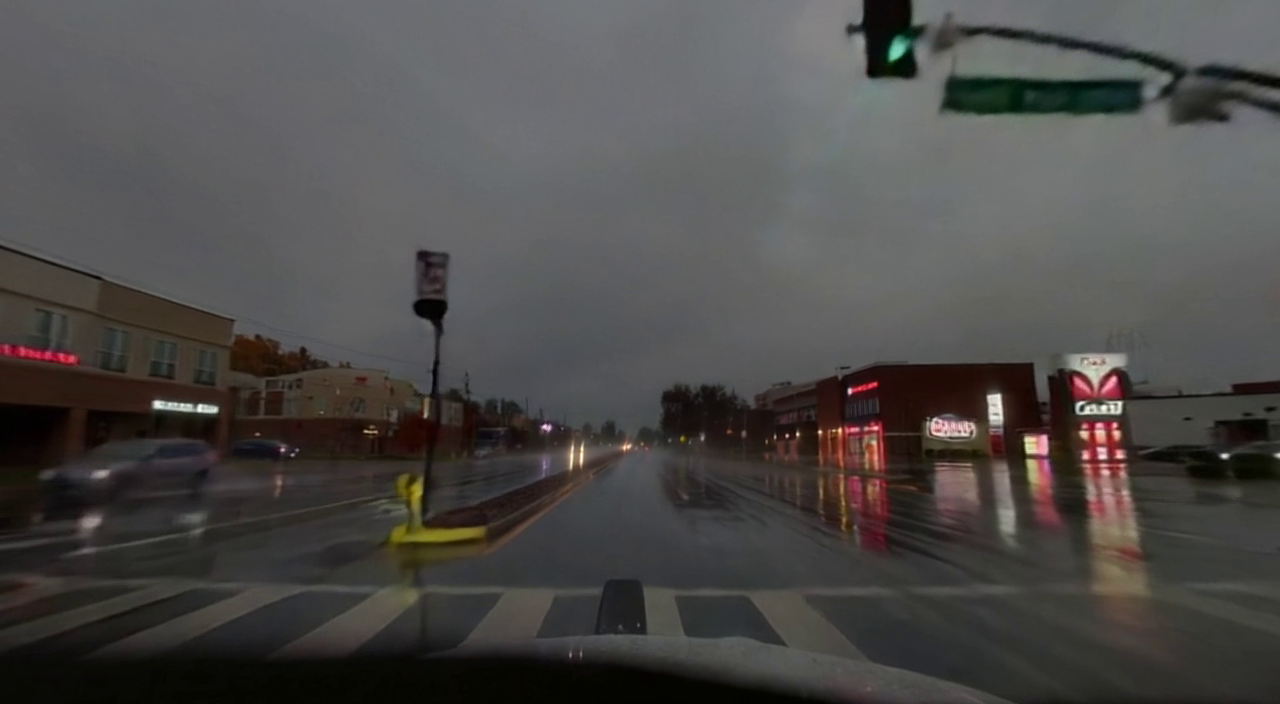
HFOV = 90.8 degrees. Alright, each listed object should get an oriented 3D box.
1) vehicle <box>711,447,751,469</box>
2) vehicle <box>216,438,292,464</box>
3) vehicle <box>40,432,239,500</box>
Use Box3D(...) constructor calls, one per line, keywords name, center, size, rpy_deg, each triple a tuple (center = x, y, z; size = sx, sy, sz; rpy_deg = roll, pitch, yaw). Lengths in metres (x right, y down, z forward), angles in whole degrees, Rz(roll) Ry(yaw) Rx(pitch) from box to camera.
Box3D(name="vehicle", center=(6.180, 7.265, 43.504), size=(1.916, 1.437, 4.327), rpy_deg=(1, -9, -2))
Box3D(name="vehicle", center=(-29.851, 7.706, 49.135), size=(2.207, 1.863, 5.860), rpy_deg=(0, -9, 0))
Box3D(name="vehicle", center=(-14.956, 3.424, 19.395), size=(2.036, 1.787, 4.985), rpy_deg=(0, -9, -1))
